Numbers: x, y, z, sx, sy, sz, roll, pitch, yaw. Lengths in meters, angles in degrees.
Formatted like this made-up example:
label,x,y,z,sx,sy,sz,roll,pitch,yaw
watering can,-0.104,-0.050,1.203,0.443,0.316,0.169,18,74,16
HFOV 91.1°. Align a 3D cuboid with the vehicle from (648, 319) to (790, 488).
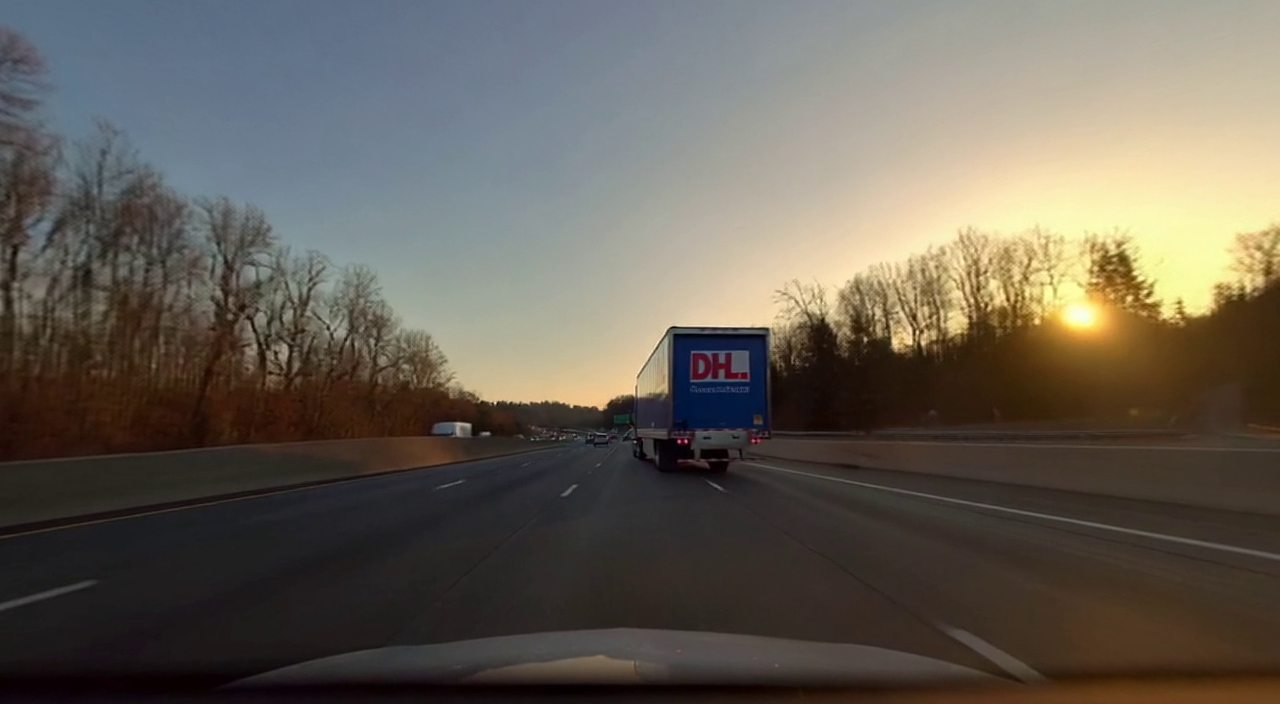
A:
label,x,y,z,sx,sy,sz,roll,pitch,yaw
vehicle,2.013,1.852,20.203,3.011,4.211,8.926,0,-8,-2
